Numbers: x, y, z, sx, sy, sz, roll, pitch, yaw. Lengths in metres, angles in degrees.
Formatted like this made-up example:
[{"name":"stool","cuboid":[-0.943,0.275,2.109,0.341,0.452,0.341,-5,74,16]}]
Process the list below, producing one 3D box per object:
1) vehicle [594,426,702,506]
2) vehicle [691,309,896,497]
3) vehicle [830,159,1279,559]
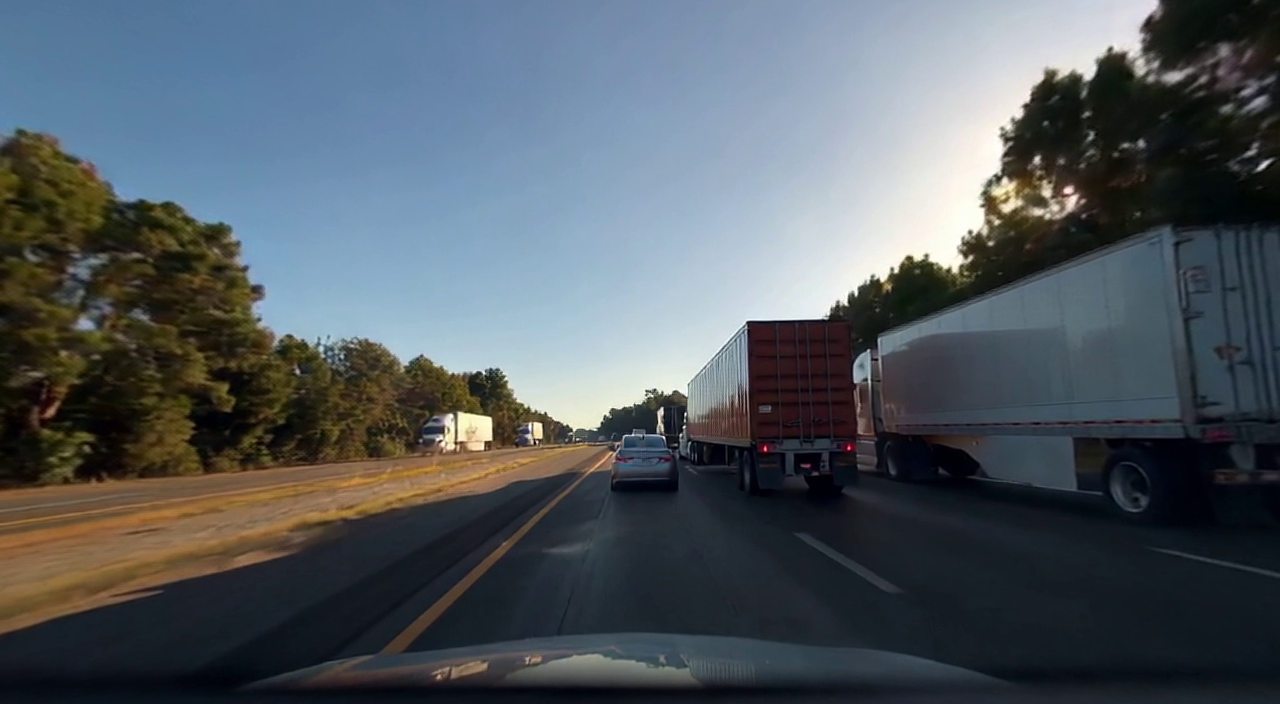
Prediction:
[{"name":"vehicle","cuboid":[0.106,2.398,13.798,2.038,1.477,3.773,0,-8,-1]},{"name":"vehicle","cuboid":[3.898,1.993,20.834,2.888,4.099,14.183,0,-7,-1]},{"name":"vehicle","cuboid":[8.081,0.930,13.797,3.110,4.308,14.260,0,-7,-1]}]
